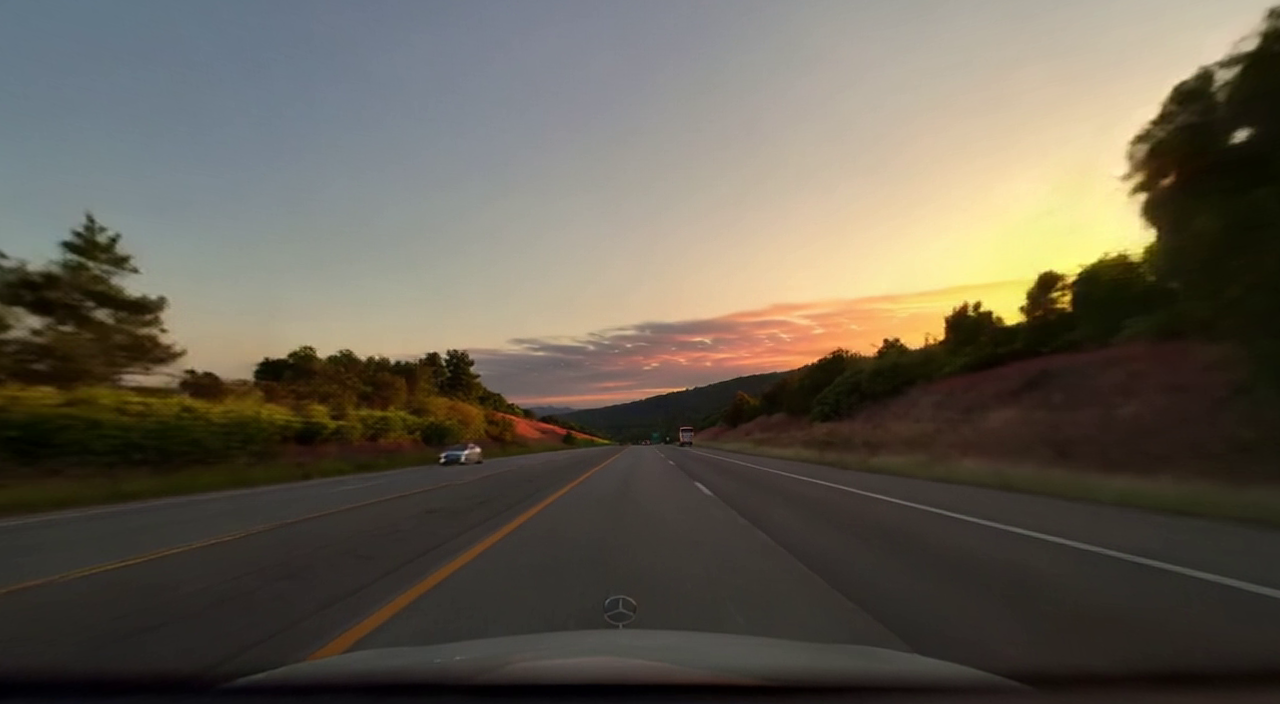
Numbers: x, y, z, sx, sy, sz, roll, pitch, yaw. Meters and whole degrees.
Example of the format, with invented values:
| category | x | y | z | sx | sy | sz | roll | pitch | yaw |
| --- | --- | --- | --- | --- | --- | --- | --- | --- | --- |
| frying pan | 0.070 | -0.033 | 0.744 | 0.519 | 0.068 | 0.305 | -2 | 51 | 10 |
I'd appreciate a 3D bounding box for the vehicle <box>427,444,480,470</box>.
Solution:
| category | x | y | z | sx | sy | sz | roll | pitch | yaw |
| --- | --- | --- | --- | --- | --- | --- | --- | --- | --- |
| vehicle | -11.466 | 6.458 | 38.923 | 1.874 | 1.495 | 4.409 | 0 | -8 | 1 |
